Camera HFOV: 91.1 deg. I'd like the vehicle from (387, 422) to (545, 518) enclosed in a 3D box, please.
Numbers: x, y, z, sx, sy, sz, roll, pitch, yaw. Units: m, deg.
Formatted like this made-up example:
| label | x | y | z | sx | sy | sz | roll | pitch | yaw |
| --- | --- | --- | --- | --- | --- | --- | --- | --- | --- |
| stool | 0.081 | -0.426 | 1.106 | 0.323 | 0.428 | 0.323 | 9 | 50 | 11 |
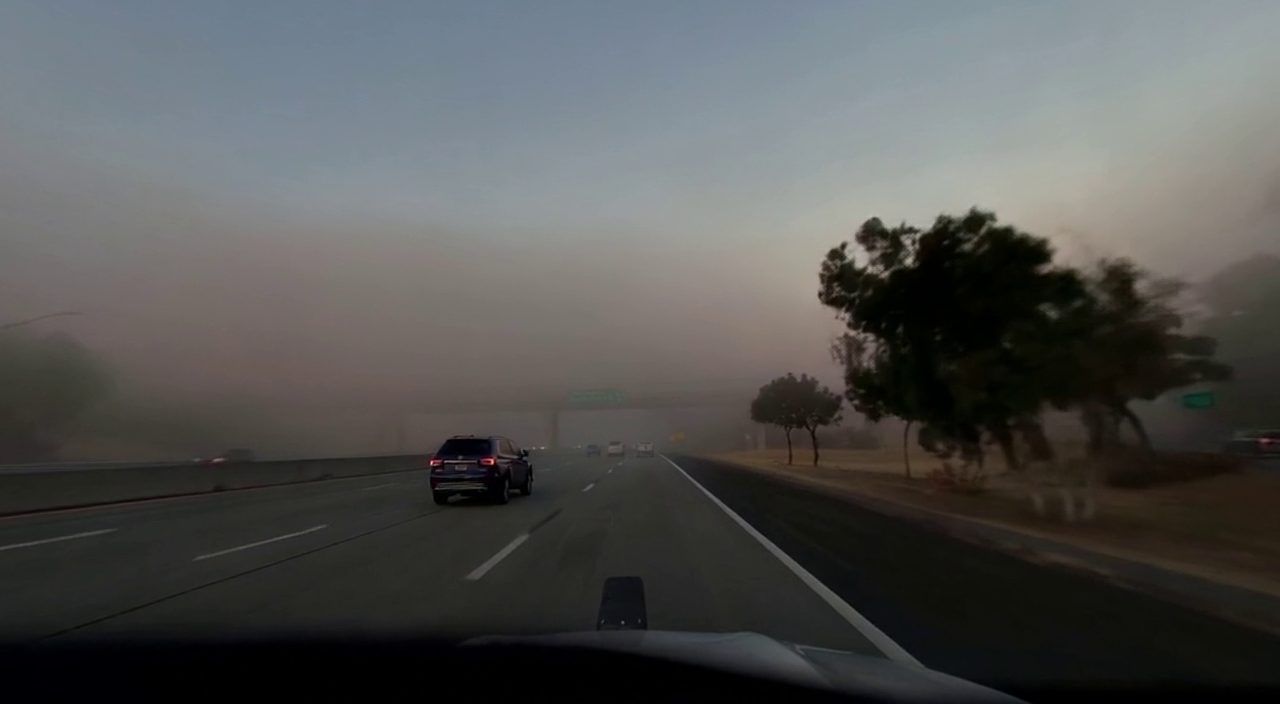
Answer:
| label | x | y | z | sx | sy | sz | roll | pitch | yaw |
| --- | --- | --- | --- | --- | --- | --- | --- | --- | --- |
| vehicle | -3.453 | 2.443 | 13.482 | 2.048 | 1.705 | 4.384 | 0 | -8 | 1 |
